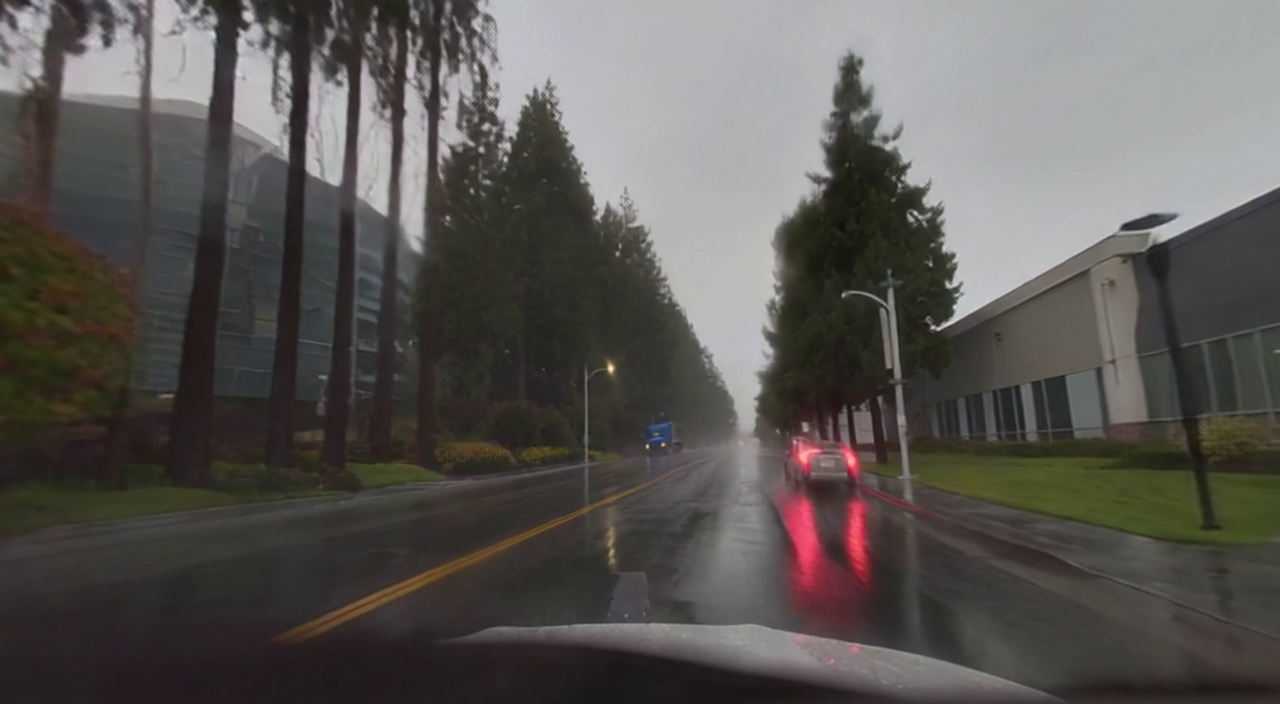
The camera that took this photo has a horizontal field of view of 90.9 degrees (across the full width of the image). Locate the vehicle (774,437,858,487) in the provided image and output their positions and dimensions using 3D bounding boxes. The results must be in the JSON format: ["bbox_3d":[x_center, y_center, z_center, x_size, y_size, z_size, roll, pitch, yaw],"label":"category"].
[{"bbox_3d":[5.969,3.766,21.916,2.098,1.509,4.389,-1,-8,6],"label":"vehicle"}]
